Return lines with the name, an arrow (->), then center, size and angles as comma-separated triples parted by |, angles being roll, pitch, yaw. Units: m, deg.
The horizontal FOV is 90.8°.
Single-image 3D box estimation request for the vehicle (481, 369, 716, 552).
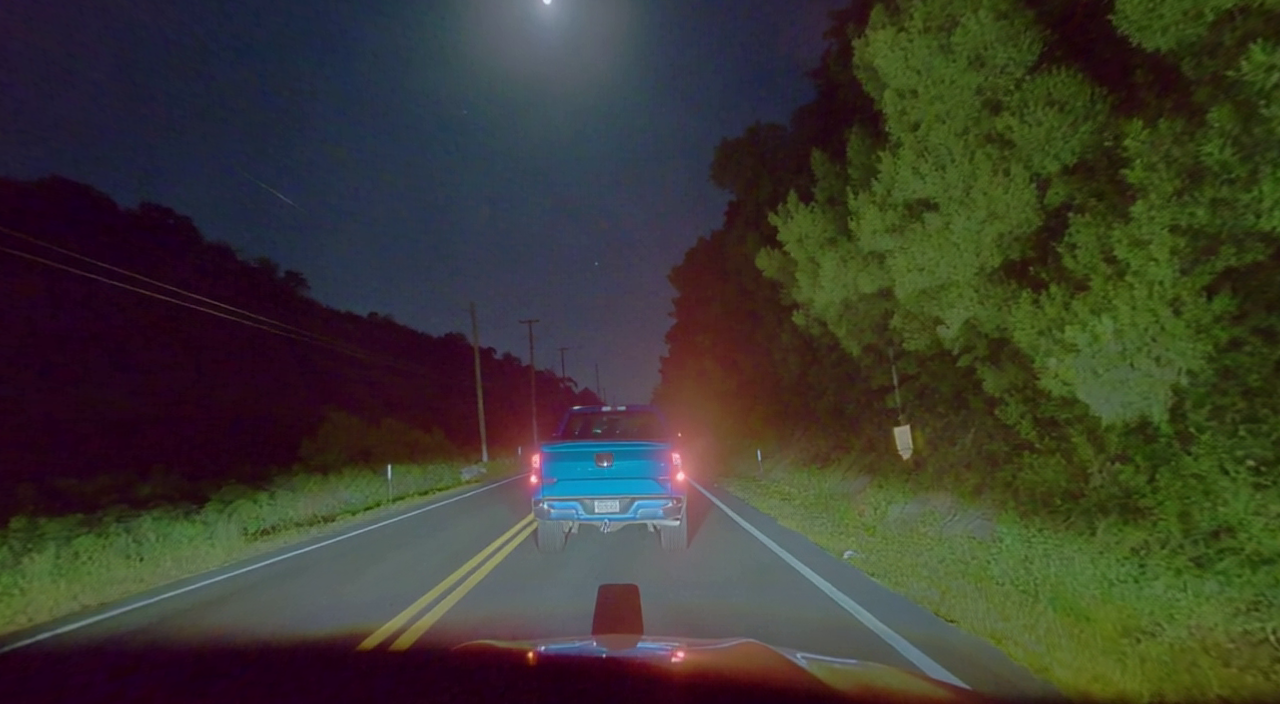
vehicle -> -0.532, 1.744, 10.697 | 2.837, 2.223, 5.885 | 0, -8, -1
